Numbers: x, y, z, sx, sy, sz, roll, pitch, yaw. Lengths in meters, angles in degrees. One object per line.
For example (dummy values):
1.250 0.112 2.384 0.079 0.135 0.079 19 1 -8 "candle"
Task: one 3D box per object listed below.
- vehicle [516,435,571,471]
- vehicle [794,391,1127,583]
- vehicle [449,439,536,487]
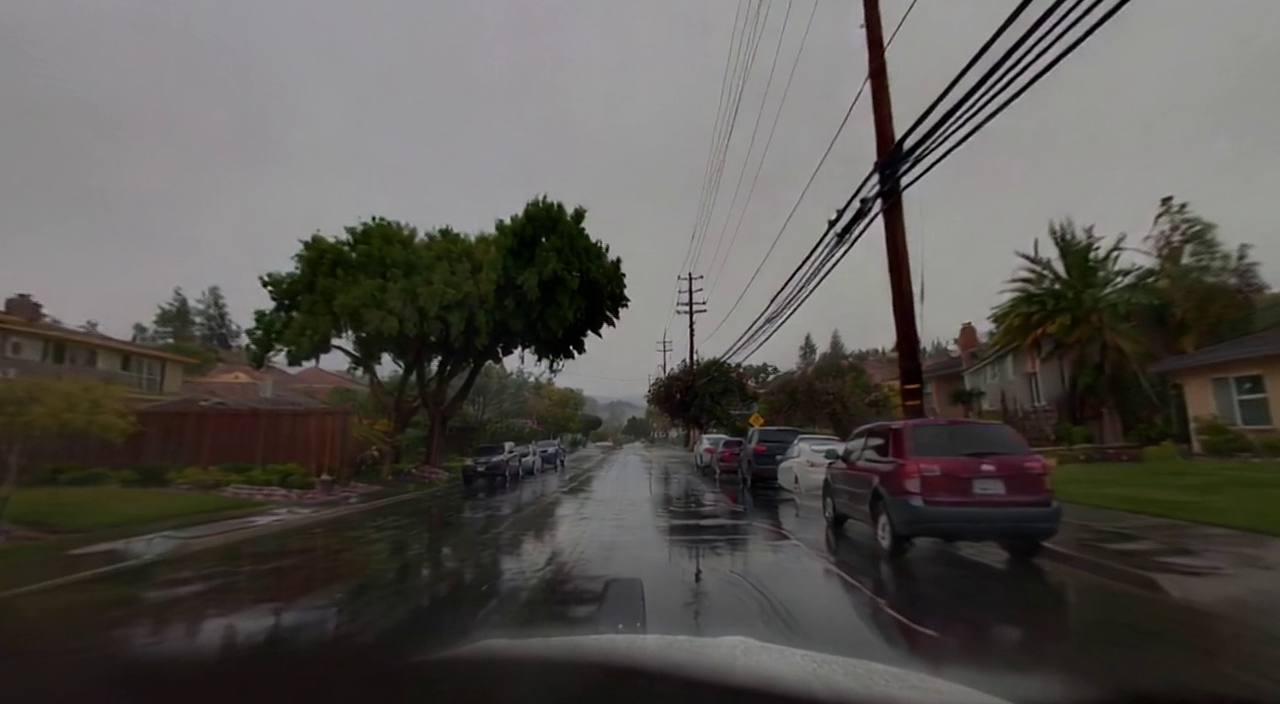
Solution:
-5.843 6.226 39.091 2.455 2.045 6.171 0 -8 0 "vehicle"
3.545 1.589 8.219 2.012 1.777 4.505 0 -8 1 "vehicle"
-5.854 4.456 25.772 2.226 1.768 4.780 0 -8 2 "vehicle"
